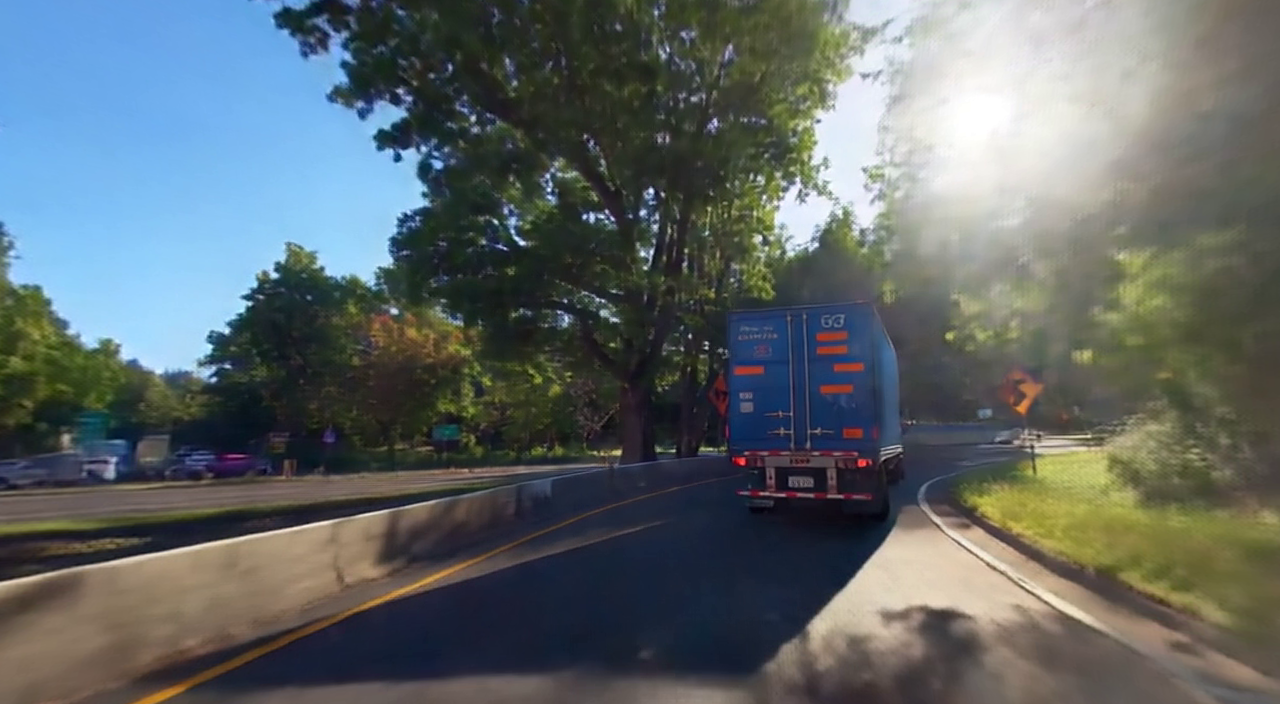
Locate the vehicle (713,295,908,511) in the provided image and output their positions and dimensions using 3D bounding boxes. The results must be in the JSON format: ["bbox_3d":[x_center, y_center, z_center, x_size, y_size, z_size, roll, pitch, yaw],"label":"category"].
[{"bbox_3d":[4.711,1.472,15.431,2.937,3.647,9.344,-4,-9,24],"label":"vehicle"}]

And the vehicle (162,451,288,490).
[{"bbox_3d":[-17.827,5.051,27.111,4.350,1.410,1.726,5,-10,-37],"label":"vehicle"}]

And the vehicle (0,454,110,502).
[{"bbox_3d":[-22.645,4.607,23.175,4.578,1.573,1.806,6,-11,-42],"label":"vehicle"}]
